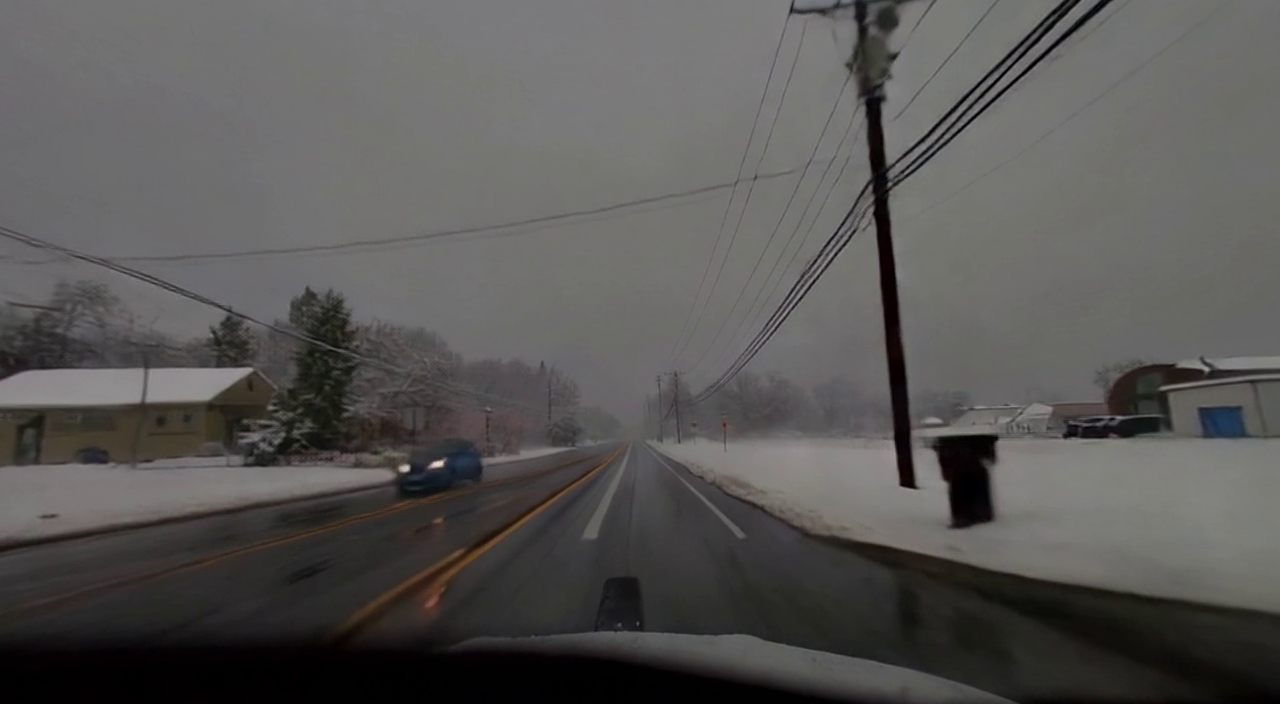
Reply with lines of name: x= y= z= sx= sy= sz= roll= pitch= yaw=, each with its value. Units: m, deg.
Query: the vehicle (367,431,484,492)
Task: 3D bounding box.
vehicle: x=-6.613 y=3.430 z=20.129 sx=2.113 sy=1.710 sz=4.438 roll=0 pitch=-8 yaw=1
